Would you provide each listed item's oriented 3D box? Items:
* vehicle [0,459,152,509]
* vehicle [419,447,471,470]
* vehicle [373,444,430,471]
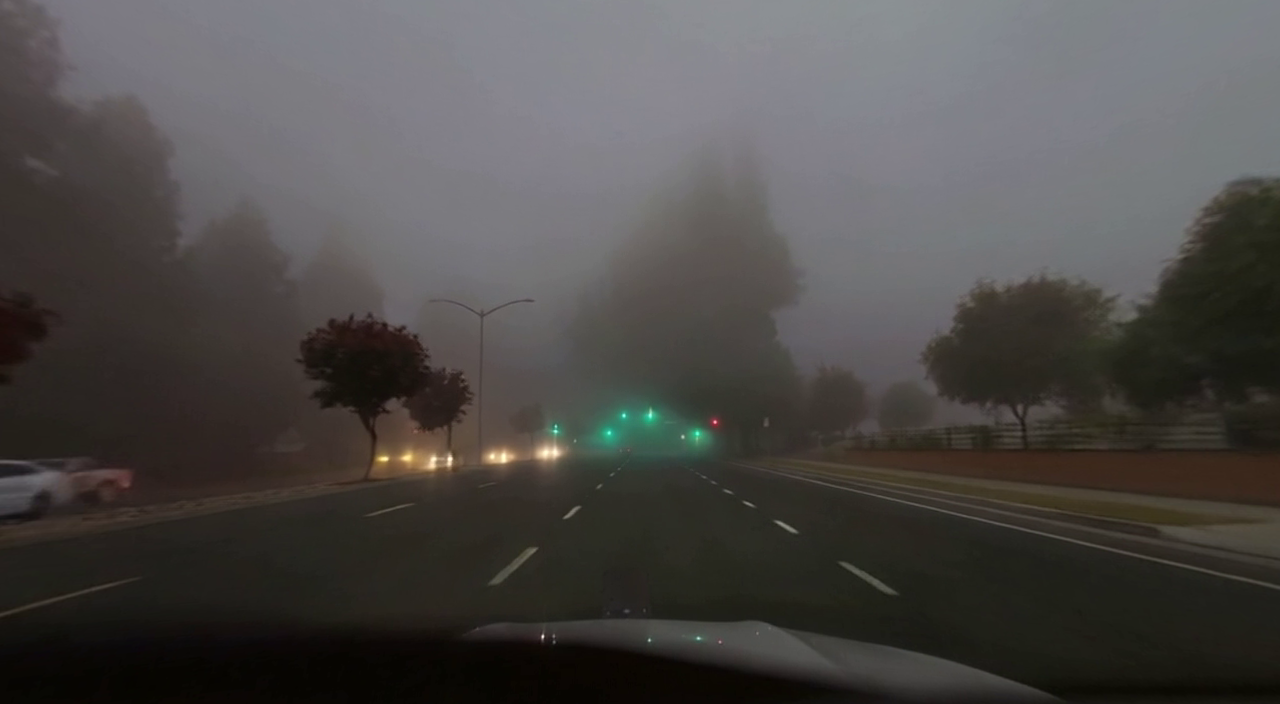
[{"bbox_3d":[-20.856,4.731,23.051,2.062,1.504,4.877,0,-9,0],"label":"vehicle"},{"bbox_3d":[-13.079,7.145,42.610,1.954,1.457,4.516,-1,-9,2],"label":"vehicle"},{"bbox_3d":[-16.707,7.410,44.480,2.072,1.727,4.786,0,-9,1],"label":"vehicle"}]
